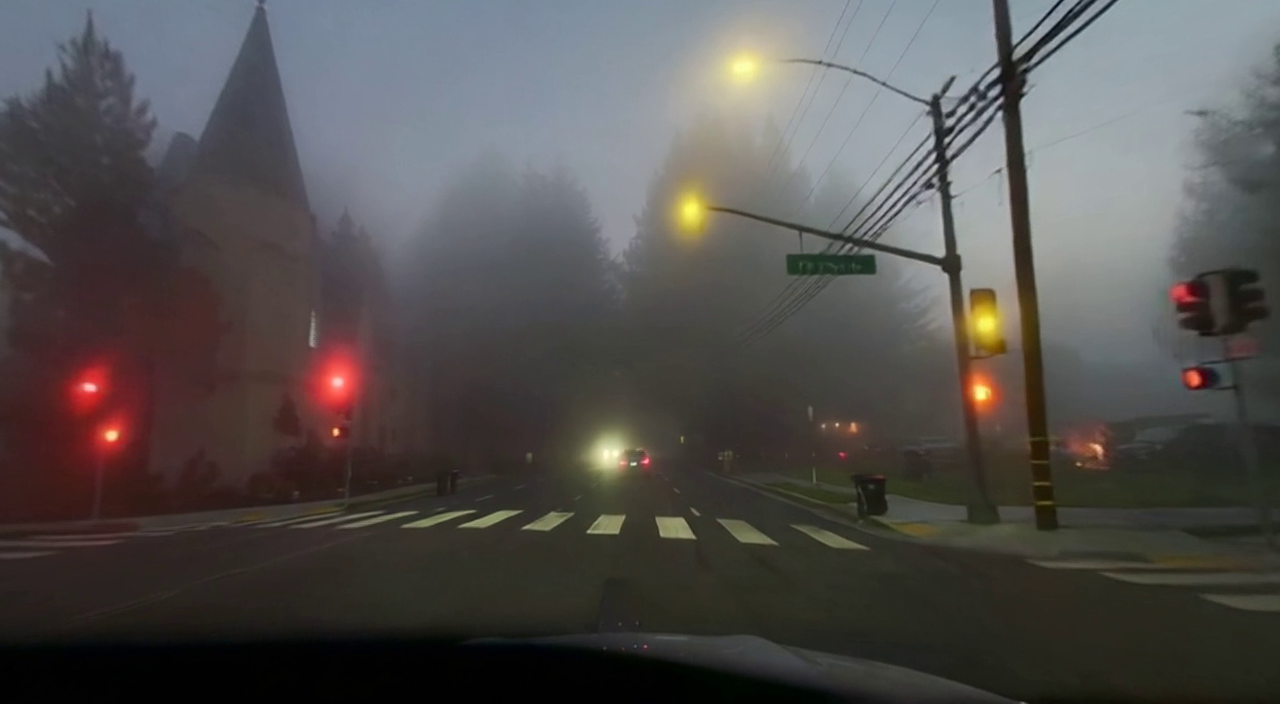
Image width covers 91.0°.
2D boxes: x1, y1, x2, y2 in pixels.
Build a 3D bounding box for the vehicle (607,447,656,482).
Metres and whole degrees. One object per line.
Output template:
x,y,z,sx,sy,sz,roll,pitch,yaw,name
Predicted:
-0.388,5.127,28.954,2.093,1.497,4.010,0,-9,-1,vehicle
